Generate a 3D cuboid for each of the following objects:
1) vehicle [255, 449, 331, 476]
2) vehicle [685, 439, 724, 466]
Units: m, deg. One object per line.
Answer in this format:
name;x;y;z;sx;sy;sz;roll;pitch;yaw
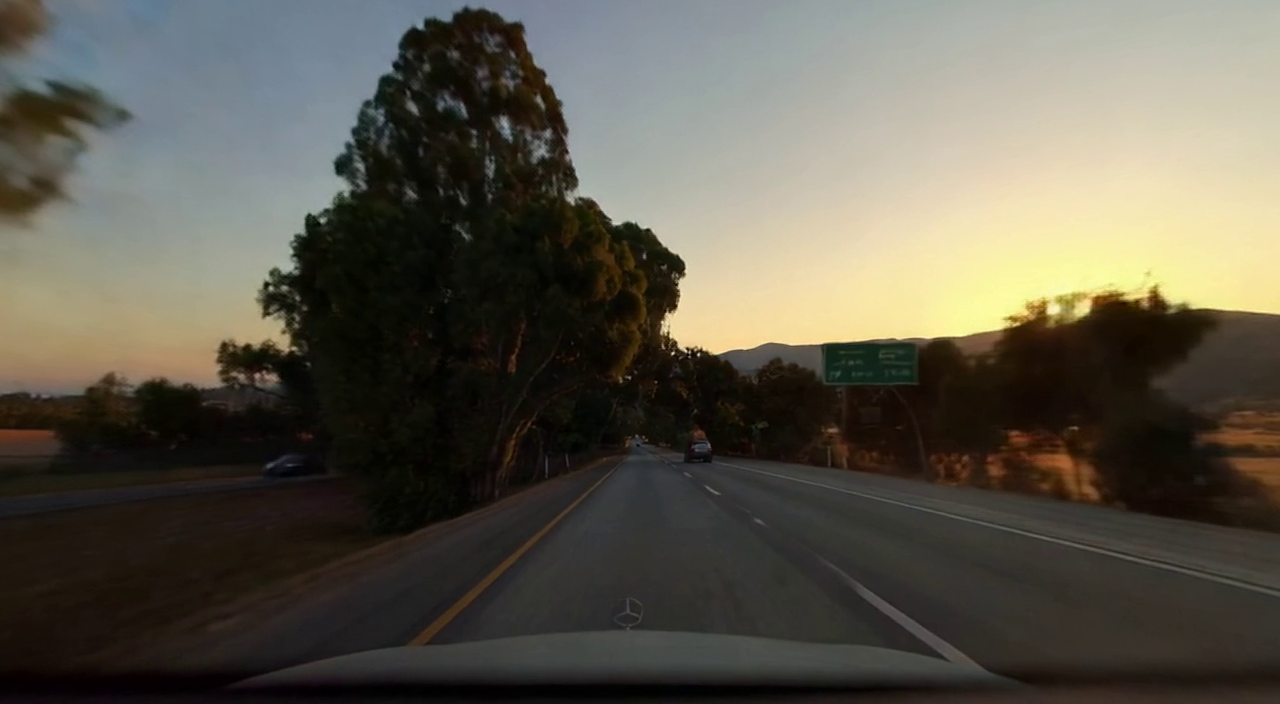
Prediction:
vehicle;-20.966;6.681;38.338;1.889;1.472;4.760;0;-8;1
vehicle;4.174;6.590;41.412;2.157;1.640;4.056;0;-8;0
